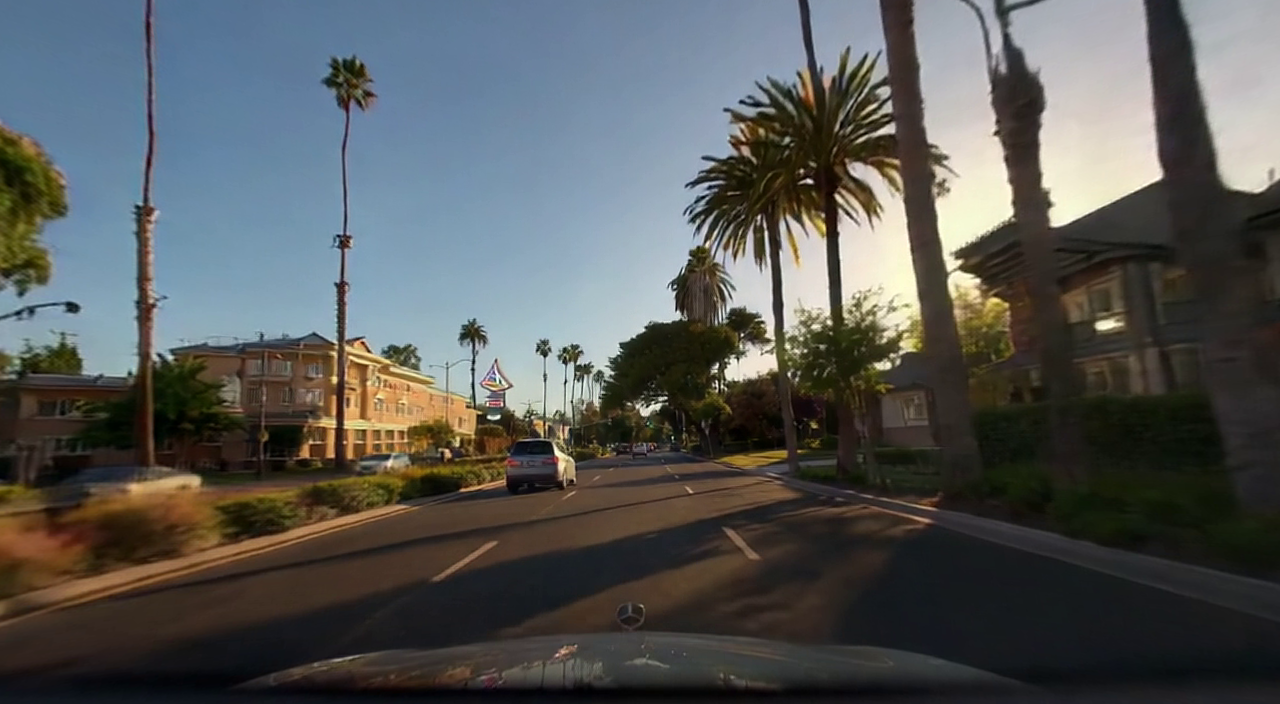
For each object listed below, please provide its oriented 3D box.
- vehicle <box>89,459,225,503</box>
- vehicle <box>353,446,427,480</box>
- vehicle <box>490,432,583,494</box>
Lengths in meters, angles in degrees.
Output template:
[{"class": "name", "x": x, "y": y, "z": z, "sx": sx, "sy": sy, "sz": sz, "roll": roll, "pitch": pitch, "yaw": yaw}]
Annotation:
[{"class": "vehicle", "x": -19.331, "y": 5.134, "z": 25.507, "sx": 1.838, "sy": 1.502, "sz": 4.370, "roll": -1, "pitch": -8, "yaw": 4}, {"class": "vehicle", "x": -13.627, "y": 6.030, "z": 34.671, "sx": 2.034, "sy": 1.727, "sz": 4.654, "roll": 0, "pitch": -8, "yaw": 1}, {"class": "vehicle", "x": -3.074, "y": 3.405, "z": 19.801, "sx": 2.062, "sy": 1.693, "sz": 4.669, "roll": 0, "pitch": -8, "yaw": 1}]
